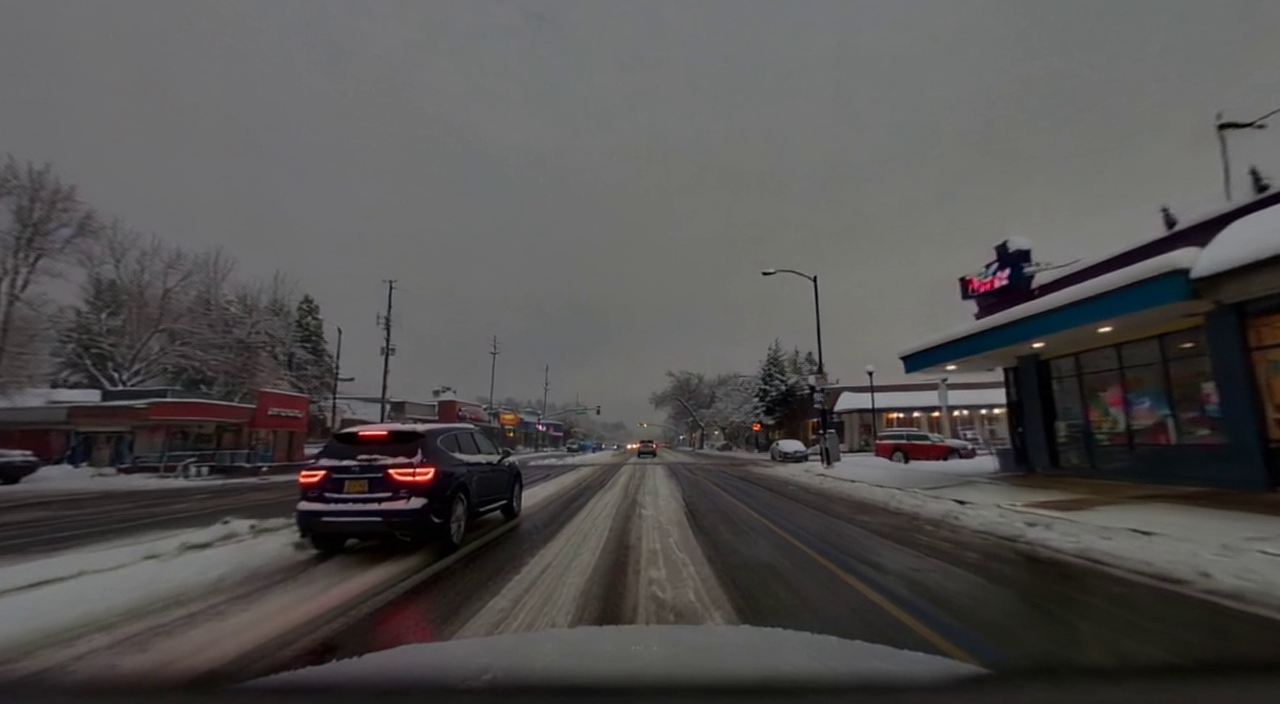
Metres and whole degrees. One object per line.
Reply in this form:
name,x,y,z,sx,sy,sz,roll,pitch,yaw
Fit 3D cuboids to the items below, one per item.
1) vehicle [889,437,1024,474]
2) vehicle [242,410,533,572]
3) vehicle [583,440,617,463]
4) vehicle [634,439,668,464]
vehicle,13.421,4.393,26.953,4.707,1.485,1.948,0,-9,-1
vehicle,-2.975,1.761,8.739,2.049,1.646,4.445,-1,-9,2
vehicle,-2.710,6.876,43.665,1.950,1.450,4.257,-1,-9,2
vehicle,0.668,6.286,39.817,2.037,1.484,4.073,0,-9,1
